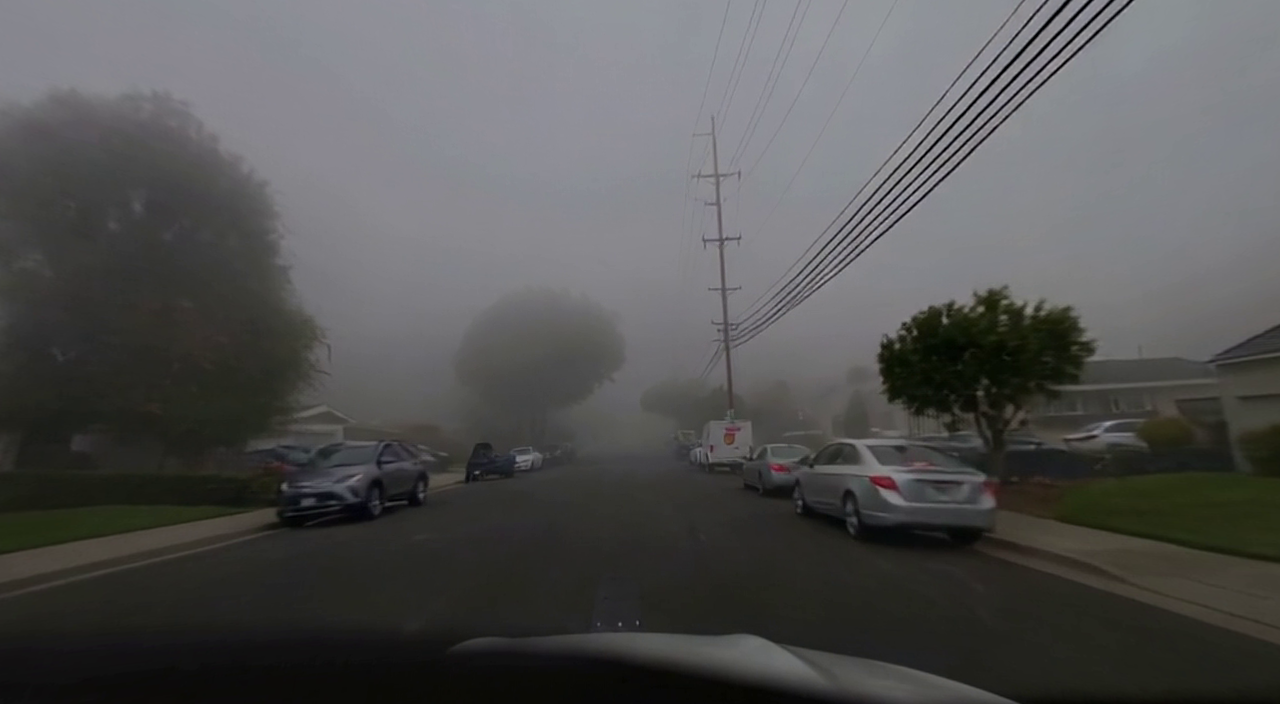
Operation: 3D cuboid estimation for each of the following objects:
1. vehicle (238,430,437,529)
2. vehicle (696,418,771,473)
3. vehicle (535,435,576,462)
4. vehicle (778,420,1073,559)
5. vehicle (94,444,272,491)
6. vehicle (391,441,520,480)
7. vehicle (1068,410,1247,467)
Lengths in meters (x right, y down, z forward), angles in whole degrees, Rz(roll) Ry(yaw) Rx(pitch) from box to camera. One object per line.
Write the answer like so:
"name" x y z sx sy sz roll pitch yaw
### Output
"vehicle" -6.107 2.578 13.407 1.989 1.693 4.292 -2 -8 2
"vehicle" 3.925 4.080 27.514 2.396 2.164 5.381 0 -8 0
"vehicle" -6.273 7.224 47.302 2.322 1.913 5.582 0 -8 0
"vehicle" 3.744 1.898 9.555 2.112 1.528 4.944 0 -8 -1
"vehicle" -15.279 3.856 21.251 4.388 1.466 2.008 0 -8 -1
"vehicle" -7.642 4.526 26.479 4.935 1.454 1.900 -1 -8 -5
"vehicle" 18.518 3.140 22.705 4.555 1.796 2.001 -2 -8 1
